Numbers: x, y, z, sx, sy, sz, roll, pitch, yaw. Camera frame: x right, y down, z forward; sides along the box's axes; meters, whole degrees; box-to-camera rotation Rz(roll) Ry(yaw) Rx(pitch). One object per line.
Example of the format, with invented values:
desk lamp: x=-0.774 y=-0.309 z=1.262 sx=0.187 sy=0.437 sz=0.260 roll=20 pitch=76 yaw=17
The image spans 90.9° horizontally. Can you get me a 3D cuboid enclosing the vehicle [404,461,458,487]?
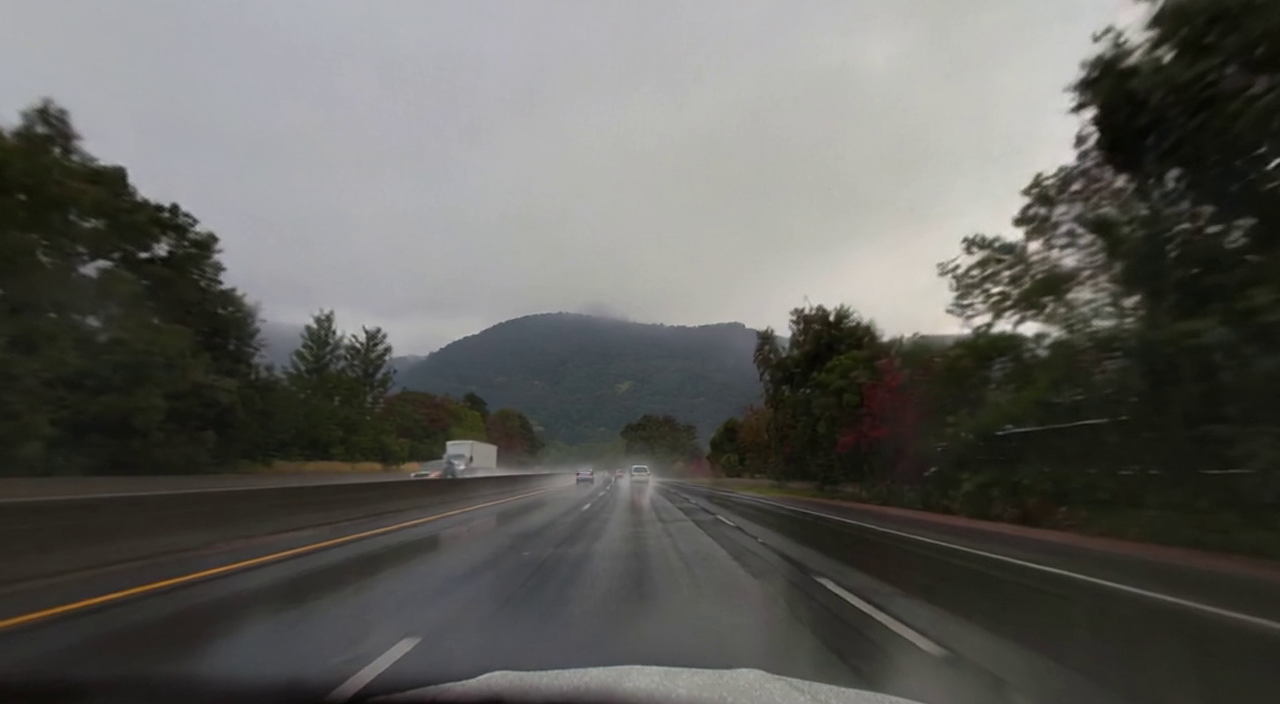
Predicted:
vehicle: x=-13.234 y=7.770 z=40.194 sx=2.021 sy=1.485 sz=4.198 roll=0 pitch=-11 yaw=0

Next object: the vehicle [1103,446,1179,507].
vehicle: x=38.963 y=9.580 z=48.755 sx=3.136 sy=4.077 sz=11.687 roll=-9 pitch=-14 yaw=42

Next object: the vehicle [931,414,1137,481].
vehicle: x=22.229 y=5.887 z=37.432 sx=2.846 sy=3.184 sz=14.350 roll=1 pitch=-10 yaw=-1
